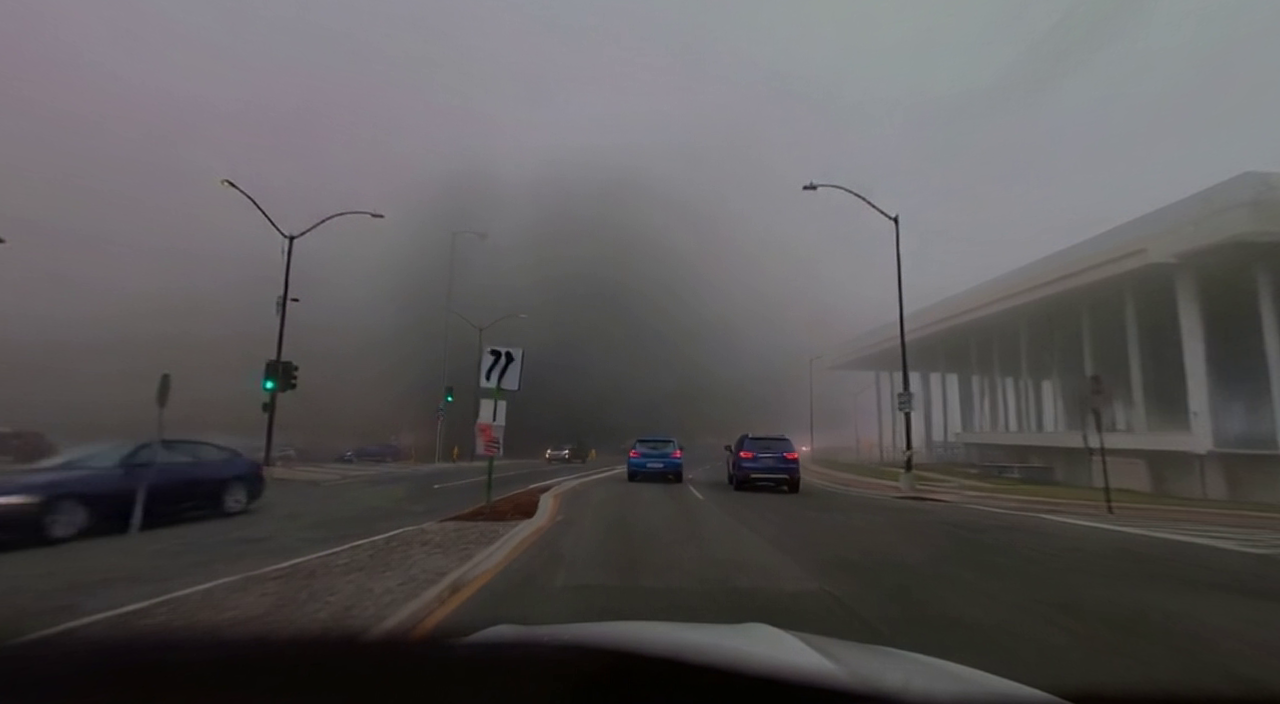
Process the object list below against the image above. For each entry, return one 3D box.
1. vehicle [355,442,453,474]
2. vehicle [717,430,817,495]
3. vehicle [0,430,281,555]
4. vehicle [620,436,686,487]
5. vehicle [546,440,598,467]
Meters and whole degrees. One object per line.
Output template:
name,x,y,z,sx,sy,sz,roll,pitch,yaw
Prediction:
vehicle,-11.960,5.335,32.027,4.351,1.490,2.012,4,-9,-28
vehicle,3.761,3.380,19.709,2.320,1.772,4.872,0,-8,3
vehicle,-8.392,2.098,10.260,2.121,1.513,4.827,-1,-8,2
vehicle,0.523,3.871,22.542,2.132,1.632,3.889,-1,-8,3
vehicle,-4.821,7.231,45.247,2.254,1.789,4.736,-2,-9,13
